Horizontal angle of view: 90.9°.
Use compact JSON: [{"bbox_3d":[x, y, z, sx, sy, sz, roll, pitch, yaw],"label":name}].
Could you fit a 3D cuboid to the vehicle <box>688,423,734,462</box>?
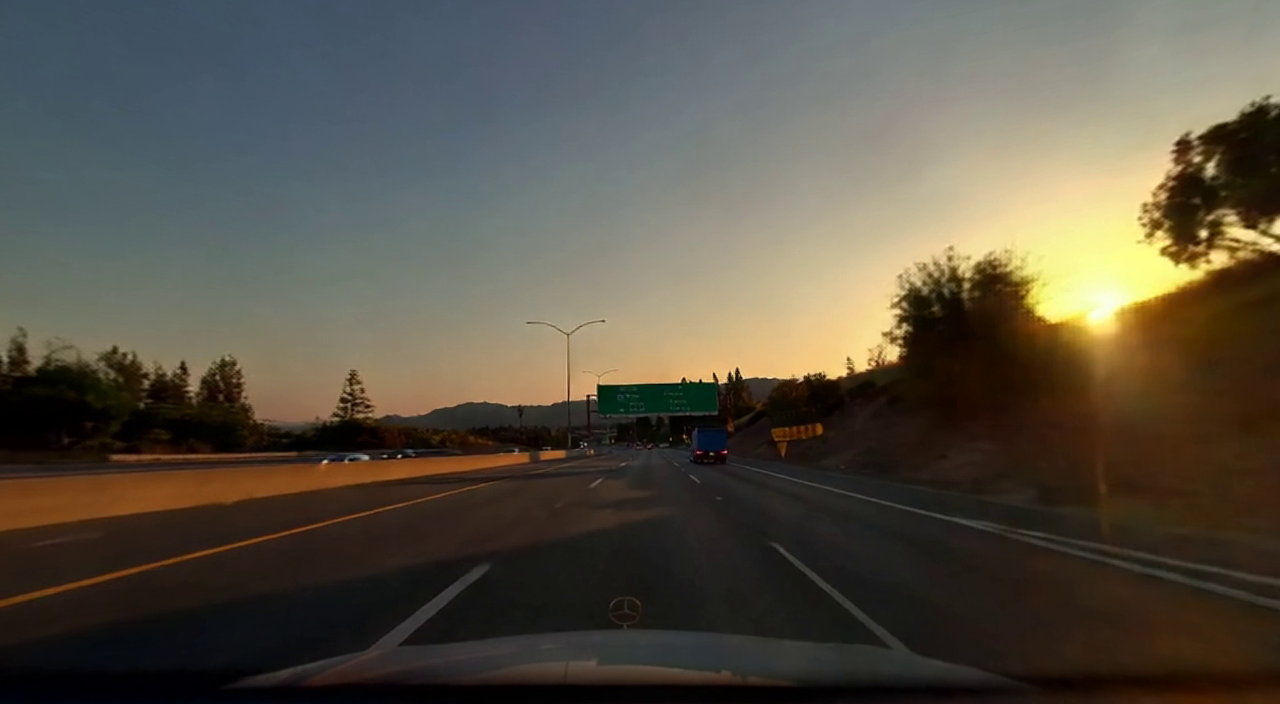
[{"bbox_3d":[4.788,6.227,43.373,2.430,2.495,6.062,0,-8,0],"label":"vehicle"}]
